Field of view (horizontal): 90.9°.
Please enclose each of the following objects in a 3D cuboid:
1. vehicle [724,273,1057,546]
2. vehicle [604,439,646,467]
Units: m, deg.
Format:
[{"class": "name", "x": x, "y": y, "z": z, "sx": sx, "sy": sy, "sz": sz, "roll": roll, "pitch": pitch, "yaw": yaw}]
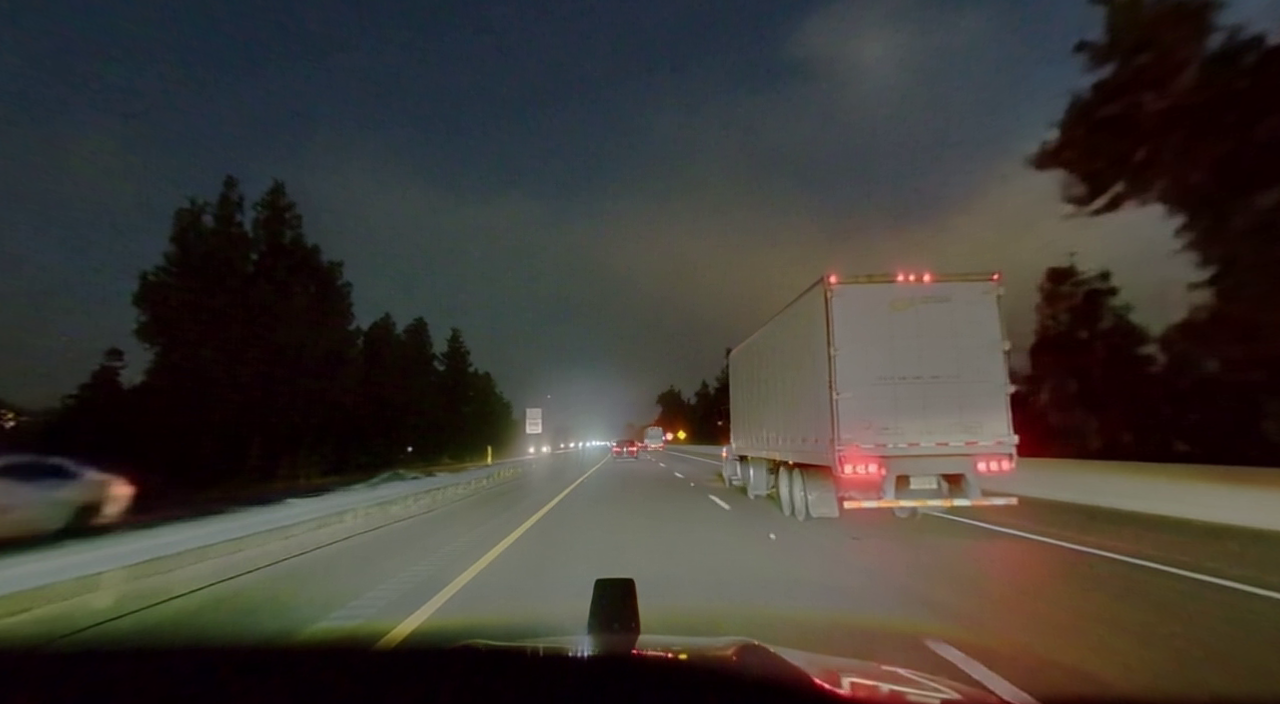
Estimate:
[{"class": "vehicle", "x": 3.738, "y": 1.237, "z": 12.251, "sx": 2.921, "sy": 3.526, "sz": 8.207, "roll": 0, "pitch": -8, "yaw": -1}, {"class": "vehicle", "x": -0.837, "y": 5.660, "z": 35.743, "sx": 2.259, "sy": 1.466, "sz": 3.693, "roll": 0, "pitch": -8, "yaw": -1}]
